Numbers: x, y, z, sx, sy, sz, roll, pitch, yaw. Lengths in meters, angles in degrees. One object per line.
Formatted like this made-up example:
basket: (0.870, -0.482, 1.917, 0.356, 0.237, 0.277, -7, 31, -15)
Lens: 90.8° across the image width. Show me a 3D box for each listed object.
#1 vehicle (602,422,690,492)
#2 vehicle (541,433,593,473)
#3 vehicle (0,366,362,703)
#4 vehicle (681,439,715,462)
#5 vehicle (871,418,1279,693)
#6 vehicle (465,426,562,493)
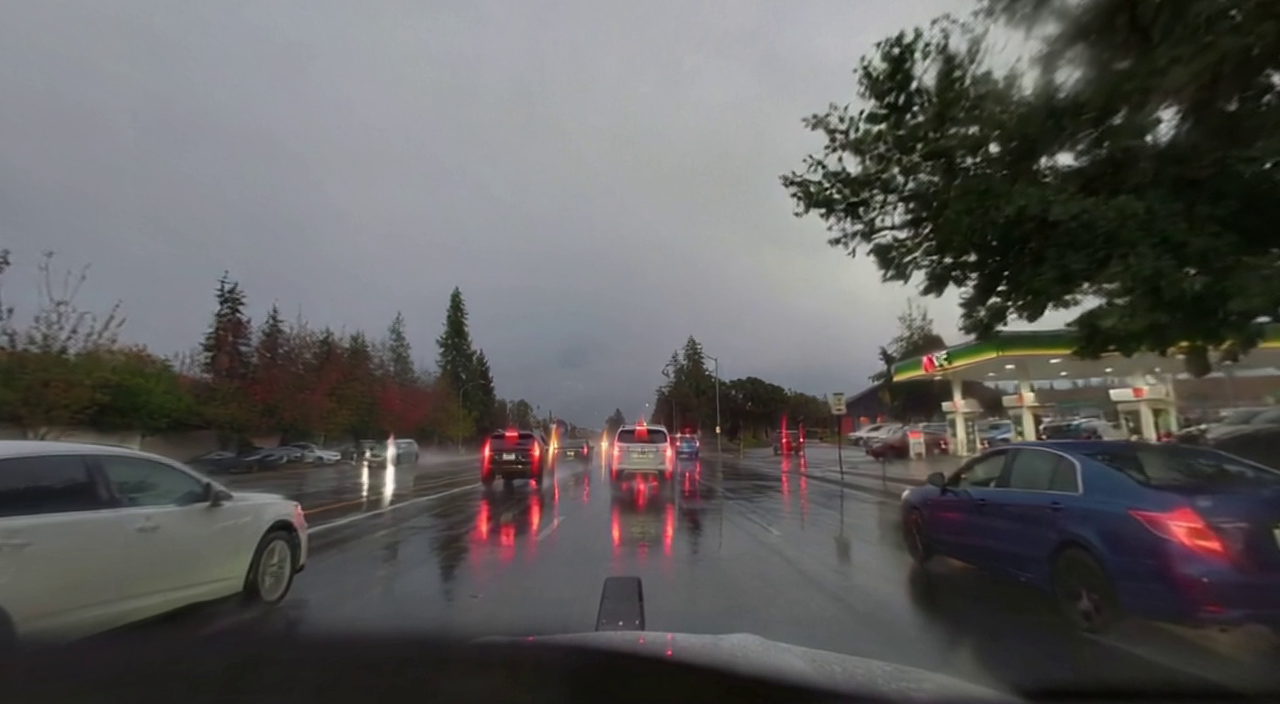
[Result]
vehicle: (0.139, 3.069, 18.707, 2.279, 1.803, 4.254, 0, -8, 0)
vehicle: (-3.240, 4.575, 28.803, 1.871, 1.673, 3.920, 0, -8, 1)
vehicle: (-3.482, 1.028, 3.701, 1.864, 1.574, 4.031, 0, -8, 0)
vehicle: (3.985, 6.914, 44.278, 1.926, 1.522, 3.852, 0, -8, -2)
vehicle: (3.941, 1.429, 5.749, 1.888, 1.456, 4.589, 0, -8, -1)
vehicle: (-3.512, 3.074, 18.378, 1.932, 1.695, 4.150, 0, -8, 0)
